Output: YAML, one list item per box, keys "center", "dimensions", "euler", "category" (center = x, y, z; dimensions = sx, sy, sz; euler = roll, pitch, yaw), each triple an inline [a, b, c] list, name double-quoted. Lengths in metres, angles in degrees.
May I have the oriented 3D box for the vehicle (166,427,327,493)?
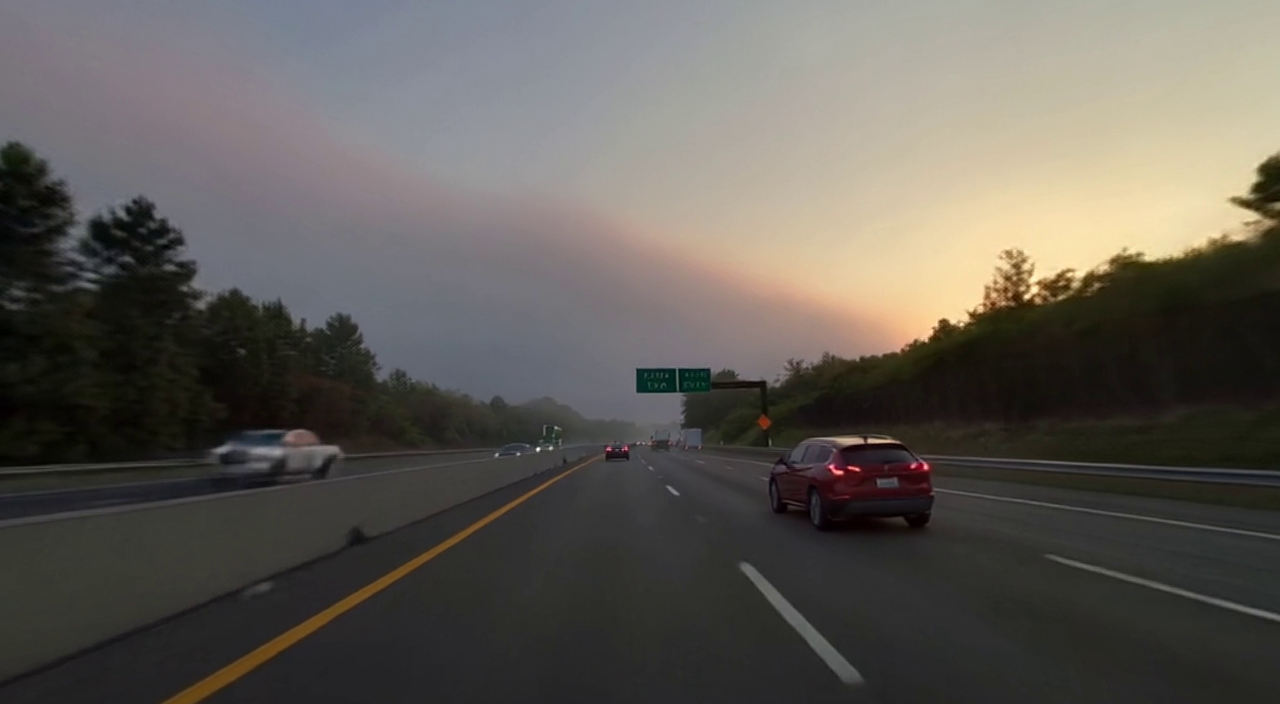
- center: [-12.807, 3.499, 21.048]
  dimensions: [2.210, 1.908, 5.012]
  euler: [0, -8, -2]
  category: "vehicle"

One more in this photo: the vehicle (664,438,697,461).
- center: [2.973, 7.189, 46.692]
  dimensions: [1.995, 1.556, 3.893]
  euler: [0, -8, -3]
  category: "vehicle"

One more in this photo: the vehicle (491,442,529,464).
- center: [-9.348, 7.269, 45.541]
  dimensions: [1.855, 1.455, 4.469]
  euler: [0, -8, -1]
  category: "vehicle"

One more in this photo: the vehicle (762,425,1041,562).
- center: [3.379, 1.886, 9.429]
  dimensions: [1.961, 1.495, 4.743]
  euler: [0, -8, -3]
  category: "vehicle"

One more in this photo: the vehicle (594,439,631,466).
- center: [-1.634, 5.949, 37.628]
  dimensions: [2.055, 1.466, 4.317]
  euler: [0, -8, -2]
  category: "vehicle"
